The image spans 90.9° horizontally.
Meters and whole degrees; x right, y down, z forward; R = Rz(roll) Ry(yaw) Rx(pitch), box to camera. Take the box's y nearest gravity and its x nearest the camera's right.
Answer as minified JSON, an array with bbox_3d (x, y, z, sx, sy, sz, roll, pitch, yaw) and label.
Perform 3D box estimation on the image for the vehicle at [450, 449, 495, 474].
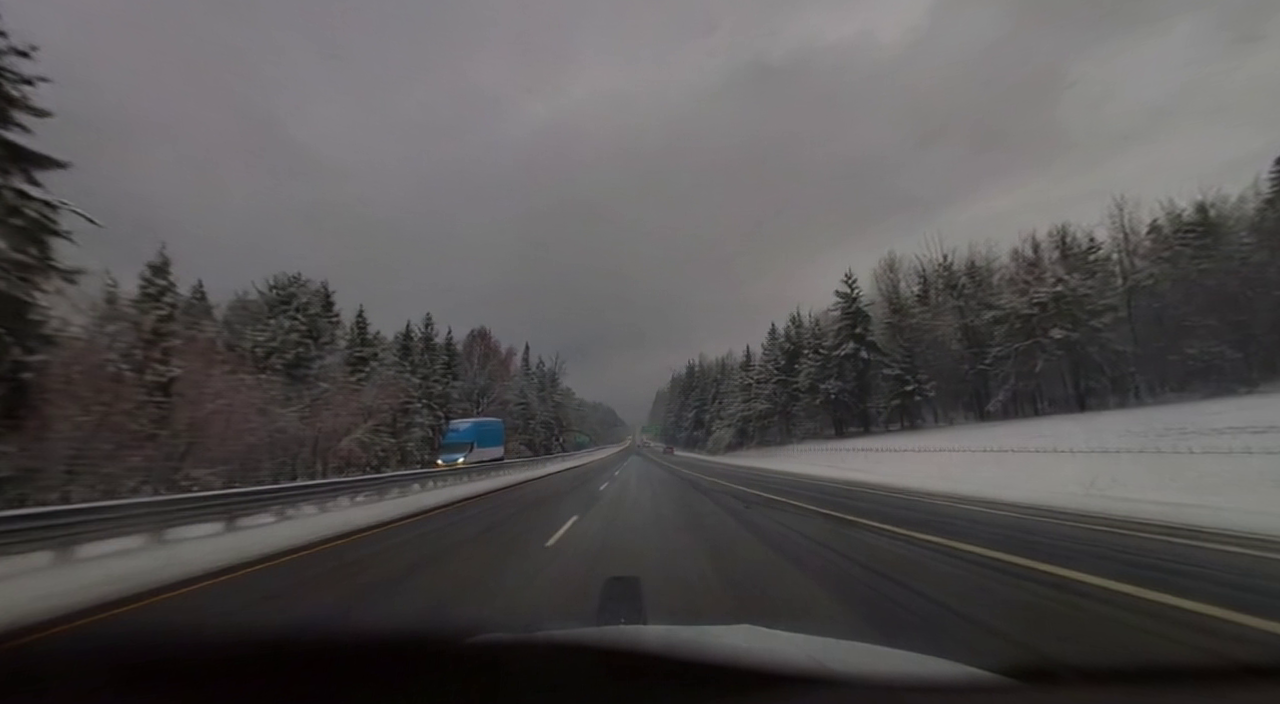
[{"bbox_3d":[-10.306,6.781,39.051,1.696,1.442,3.589,0,-9,1],"label":"vehicle"}]
